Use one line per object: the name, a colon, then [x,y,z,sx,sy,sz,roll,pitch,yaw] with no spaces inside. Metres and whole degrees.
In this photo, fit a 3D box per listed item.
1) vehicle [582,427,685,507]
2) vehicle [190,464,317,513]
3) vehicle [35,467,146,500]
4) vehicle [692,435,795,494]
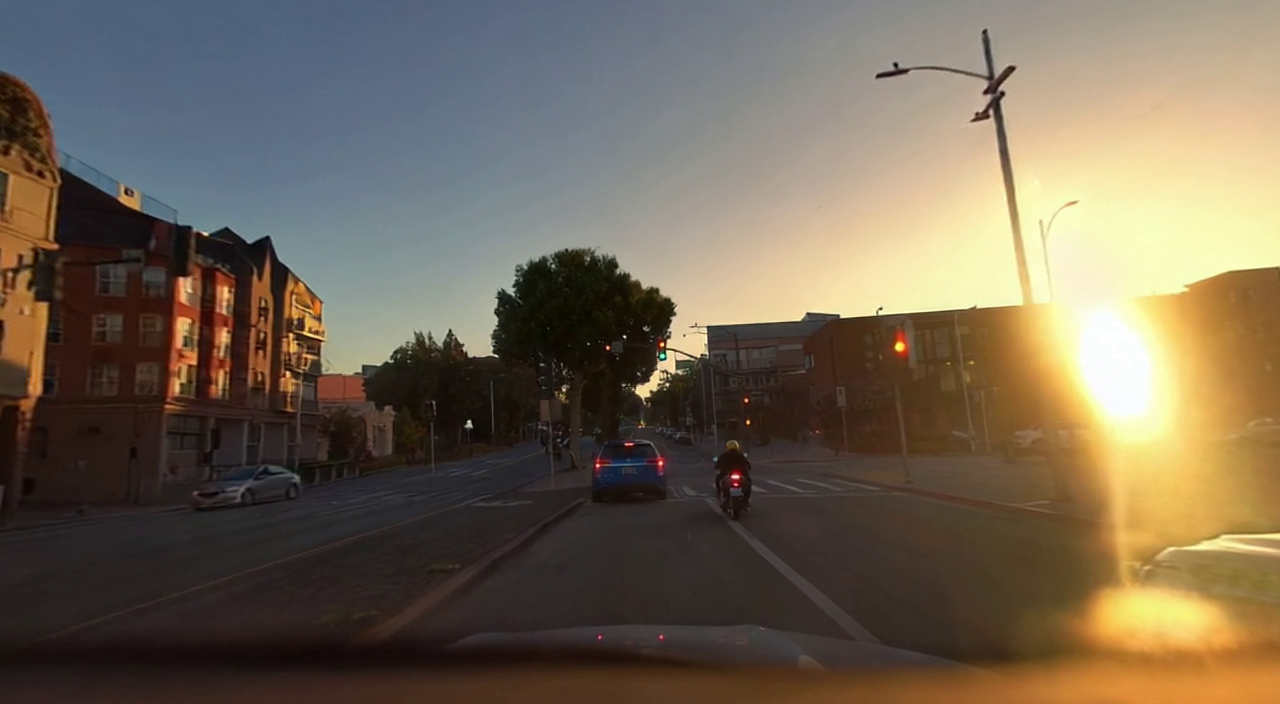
vehicle: [-0.137,2.866,16.108,2.265,1.748,4.130,0,-9,0]
vehicle: [-14.475,5.107,24.039,1.963,1.492,4.885,0,-9,-3]
vehicle: [-30.909,7.382,35.571,4.326,1.694,1.949,0,-9,-1]
vehicle: [2.906,3.285,18.789,2.101,1.507,4.355,0,-9,-3]
